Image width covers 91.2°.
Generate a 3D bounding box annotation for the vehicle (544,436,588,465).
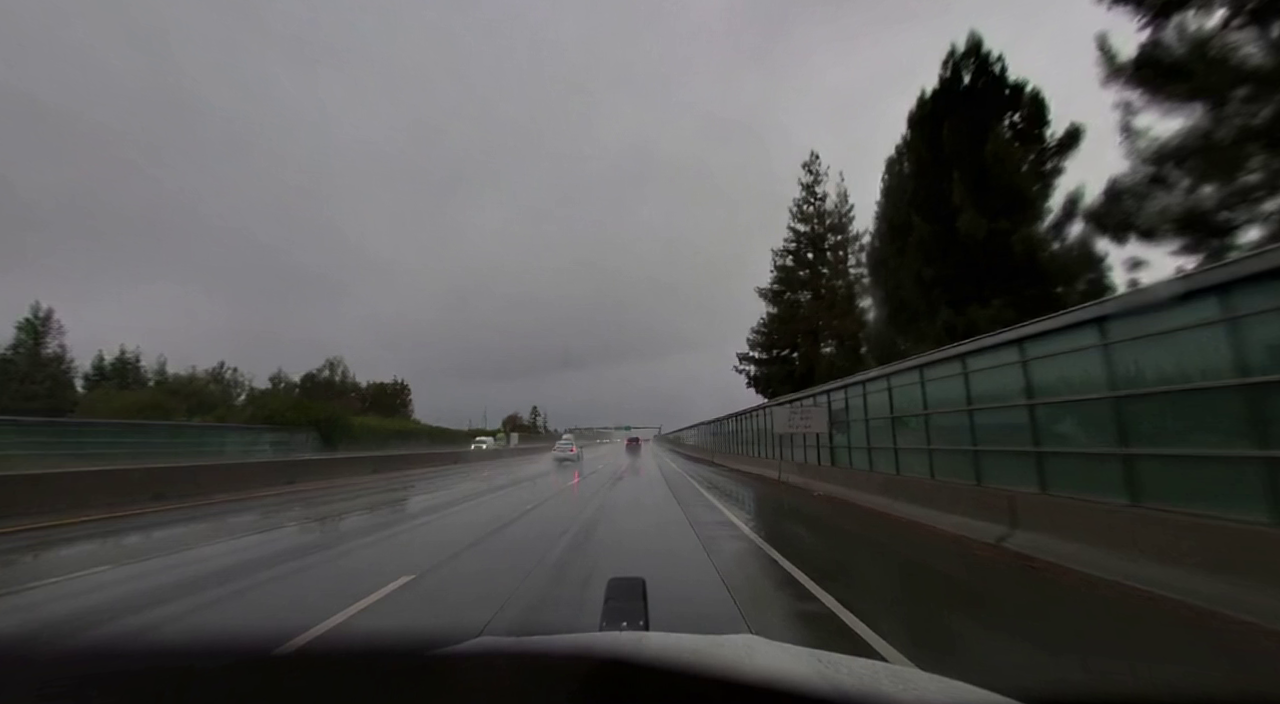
[{"bbox_3d":[-4.224,5.726,36.547,2.063,1.598,4.189,0,-8,0],"label":"vehicle"}]
